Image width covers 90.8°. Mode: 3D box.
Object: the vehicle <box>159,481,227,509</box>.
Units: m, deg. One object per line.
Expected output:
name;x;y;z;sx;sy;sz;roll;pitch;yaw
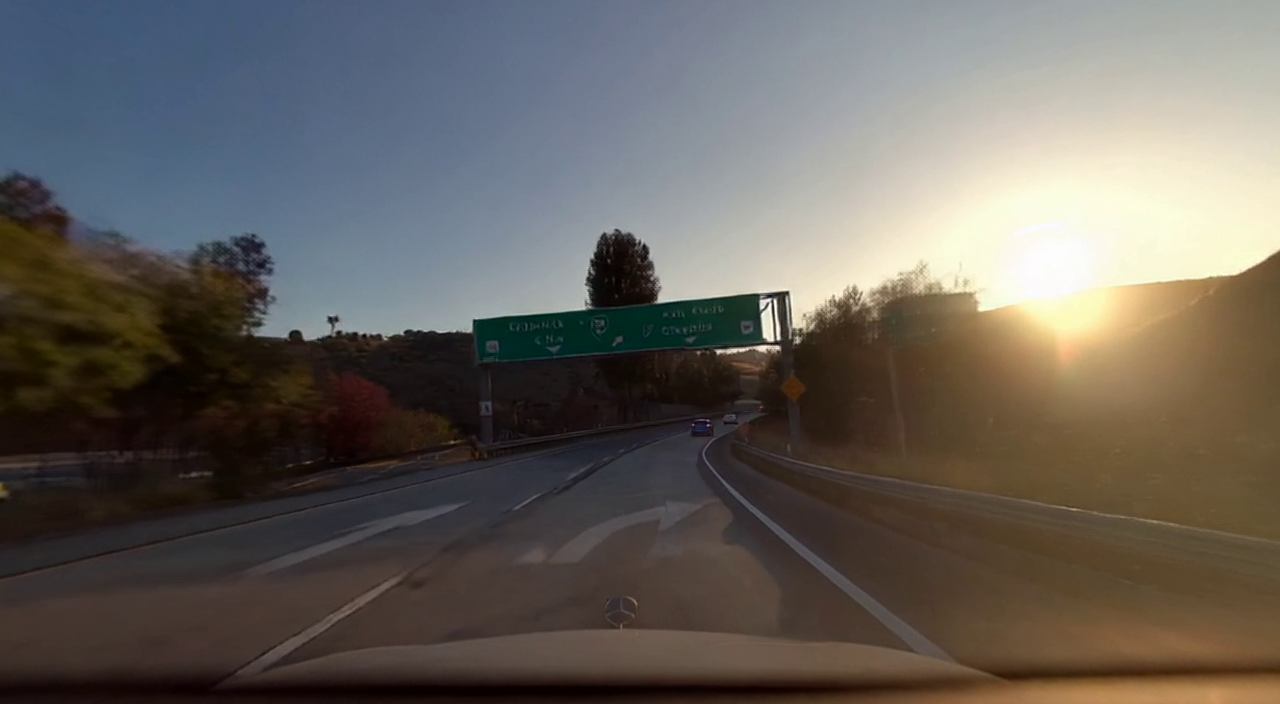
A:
vehicle;-34.282;10.981;48.579;1.996;1.752;4.503;0;-9;-2
